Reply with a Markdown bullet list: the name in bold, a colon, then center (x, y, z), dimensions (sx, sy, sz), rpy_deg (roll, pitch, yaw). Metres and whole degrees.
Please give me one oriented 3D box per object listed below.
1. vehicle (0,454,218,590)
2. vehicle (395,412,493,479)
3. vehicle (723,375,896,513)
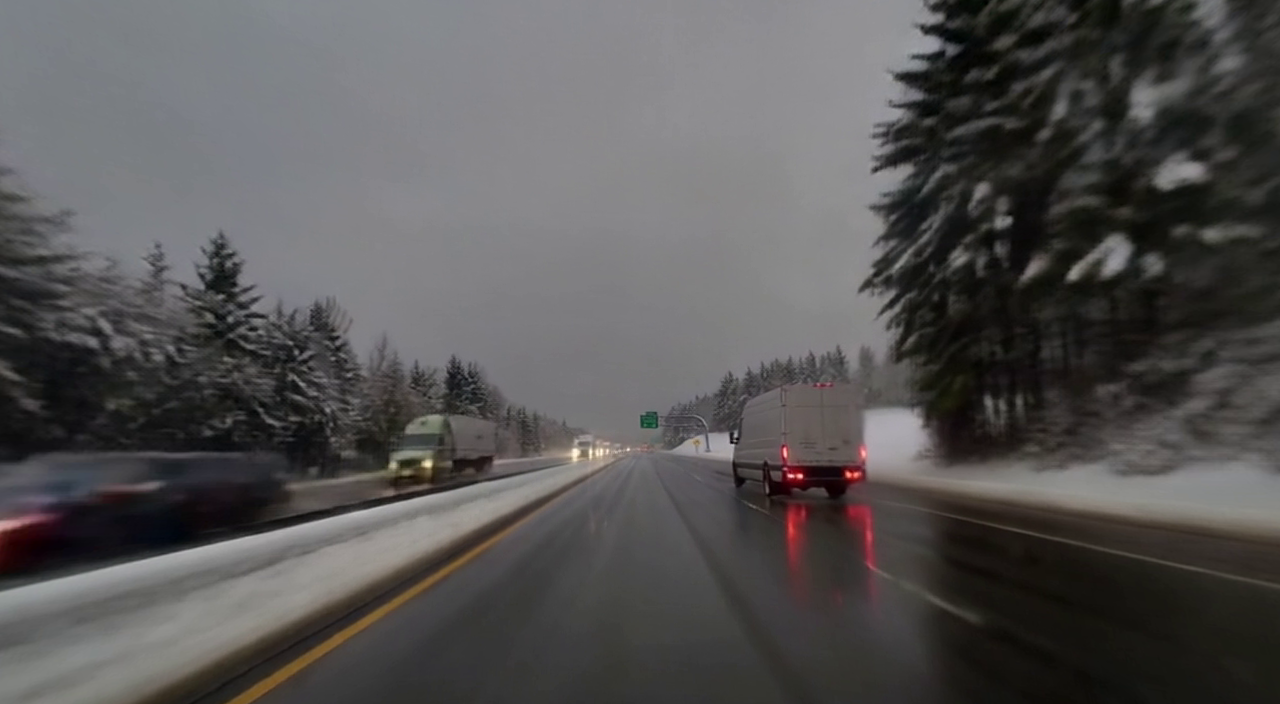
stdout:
- **vehicle**: center (-7.872, 2.127, 8.482), dimensions (1.800, 1.441, 3.633), rpy_deg (0, -9, 0)
- **vehicle**: center (-12.814, 6.326, 42.398), dimensions (3.343, 3.928, 10.064), rpy_deg (0, -9, 0)
- **vehicle**: center (3.933, 2.398, 16.374), dimensions (2.449, 2.805, 6.763), rpy_deg (0, -9, -1)
